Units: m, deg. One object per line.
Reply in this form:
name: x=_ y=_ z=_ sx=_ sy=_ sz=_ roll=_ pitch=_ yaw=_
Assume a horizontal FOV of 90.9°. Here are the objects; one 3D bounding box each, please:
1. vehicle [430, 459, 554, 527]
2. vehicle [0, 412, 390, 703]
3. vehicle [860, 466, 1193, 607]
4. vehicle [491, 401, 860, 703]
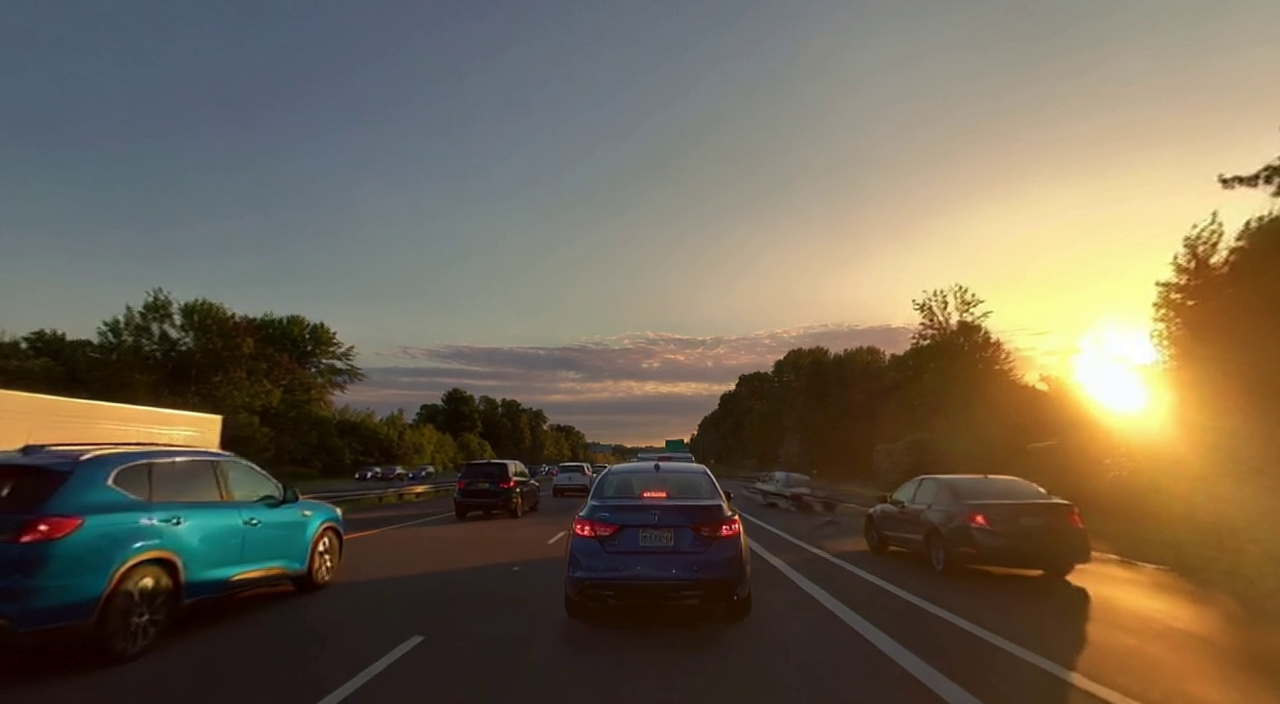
vehicle: x=-3.681 y=3.636 z=16.695 sx=1.960 sy=1.502 sz=4.593 roll=0 pitch=-11 yaw=3
vehicle: x=-3.920 y=1.442 z=5.064 sx=1.994 sy=1.556 sz=4.263 roll=1 pitch=-11 yaw=1
vehicle: x=4.686 y=2.282 z=8.602 sx=1.870 sy=1.382 sz=4.287 roll=1 pitch=-11 yaw=1
vehicle: x=0.182 y=1.536 z=5.682 sx=2.057 sy=1.725 sz=4.126 roll=1 pitch=-11 yaw=-1
